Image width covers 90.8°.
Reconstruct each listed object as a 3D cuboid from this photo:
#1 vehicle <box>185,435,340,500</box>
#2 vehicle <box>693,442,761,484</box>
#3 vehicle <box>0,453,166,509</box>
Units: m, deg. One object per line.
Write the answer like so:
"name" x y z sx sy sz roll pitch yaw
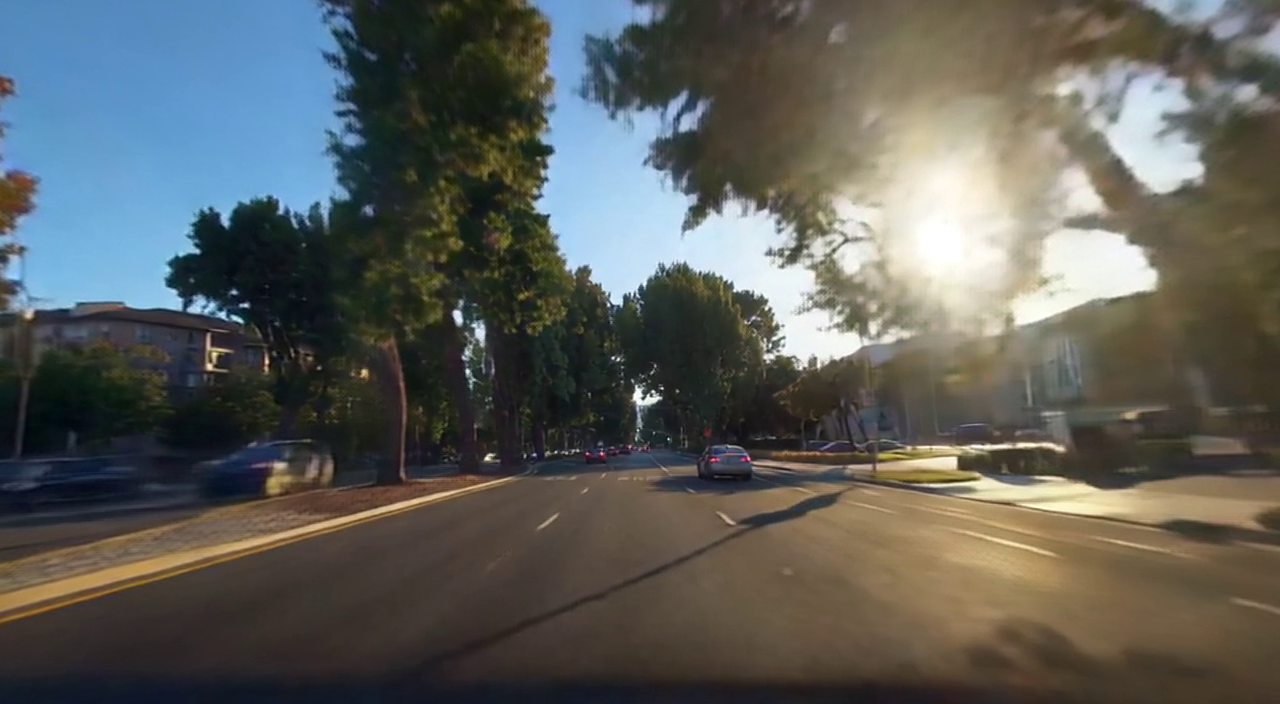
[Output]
"vehicle" -11.286 3.460 19.342 2.027 1.716 4.357 0 -9 0
"vehicle" 3.245 4.255 24.469 1.966 1.449 4.290 0 -9 -1
"vehicle" -17.402 3.932 19.750 1.897 1.507 4.132 0 -9 0
